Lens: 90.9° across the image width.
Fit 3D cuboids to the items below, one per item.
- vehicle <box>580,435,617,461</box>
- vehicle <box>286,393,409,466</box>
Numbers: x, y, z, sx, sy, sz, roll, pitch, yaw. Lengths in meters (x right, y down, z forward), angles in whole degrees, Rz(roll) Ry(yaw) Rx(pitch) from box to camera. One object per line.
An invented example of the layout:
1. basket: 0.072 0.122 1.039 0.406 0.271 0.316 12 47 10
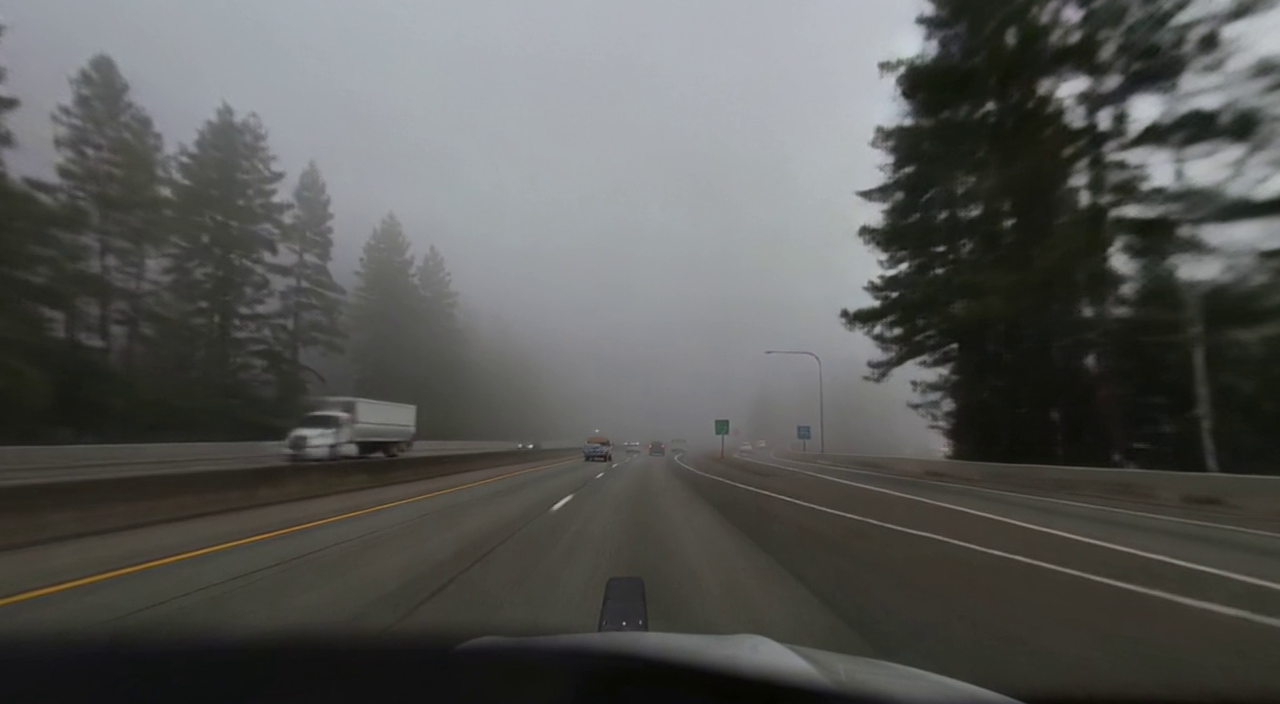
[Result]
1. vehicle: -2.983 6.972 45.921 2.129 1.742 4.217 -1 -8 4
2. vehicle: -17.573 4.839 38.825 2.951 3.934 8.914 -1 -8 2
